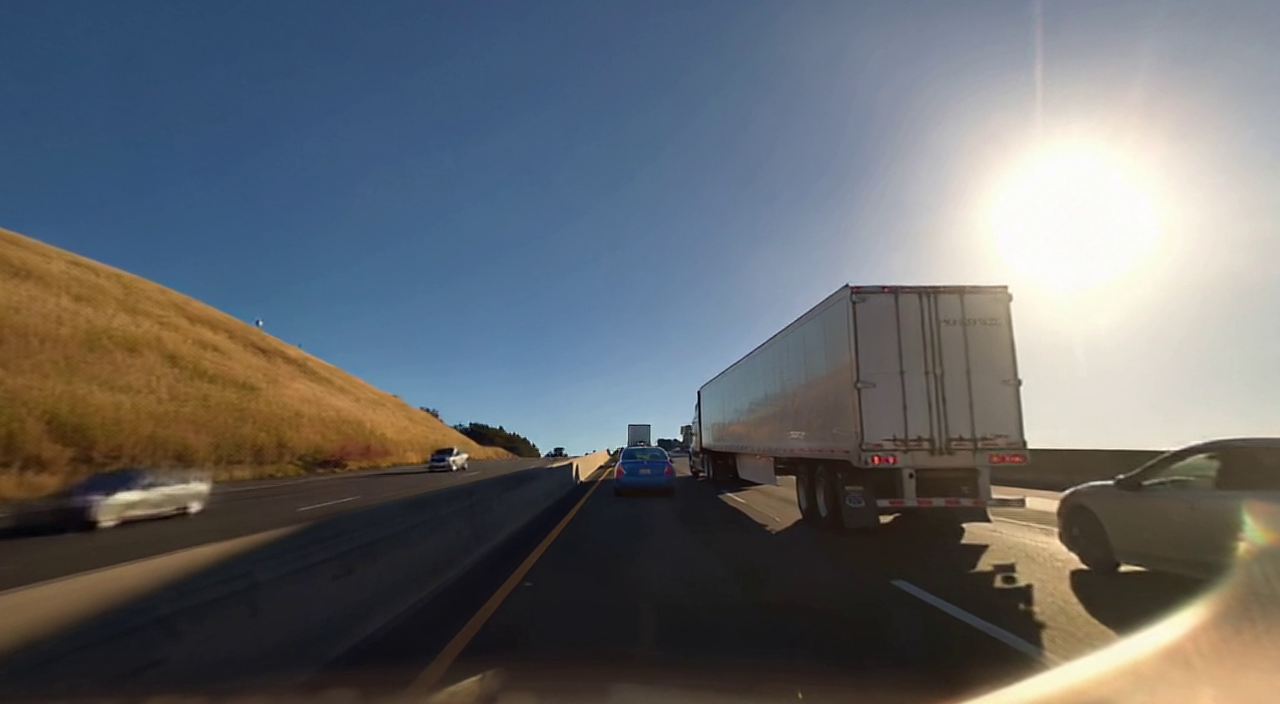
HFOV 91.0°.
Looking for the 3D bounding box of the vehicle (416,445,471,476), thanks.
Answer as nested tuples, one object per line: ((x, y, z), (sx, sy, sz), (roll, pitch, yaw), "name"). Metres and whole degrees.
((-11.867, 6.518, 38.232), (1.988, 1.727, 4.217), (-1, -8, 0), "vehicle")

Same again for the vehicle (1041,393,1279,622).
((5.554, 1.044, 4.148), (1.888, 1.591, 4.815), (1, -8, -14), "vehicle")

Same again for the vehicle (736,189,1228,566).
((4.521, 0.845, 11.973), (3.235, 4.197, 9.908), (0, -7, -3), "vehicle")

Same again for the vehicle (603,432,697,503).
((0.193, 2.800, 15.676), (2.045, 1.507, 3.763), (-1, -8, -1), "vehicle")

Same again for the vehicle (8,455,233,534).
((-11.756, 3.195, 14.681), (1.940, 1.495, 3.889), (-1, -9, -1), "vehicle")
